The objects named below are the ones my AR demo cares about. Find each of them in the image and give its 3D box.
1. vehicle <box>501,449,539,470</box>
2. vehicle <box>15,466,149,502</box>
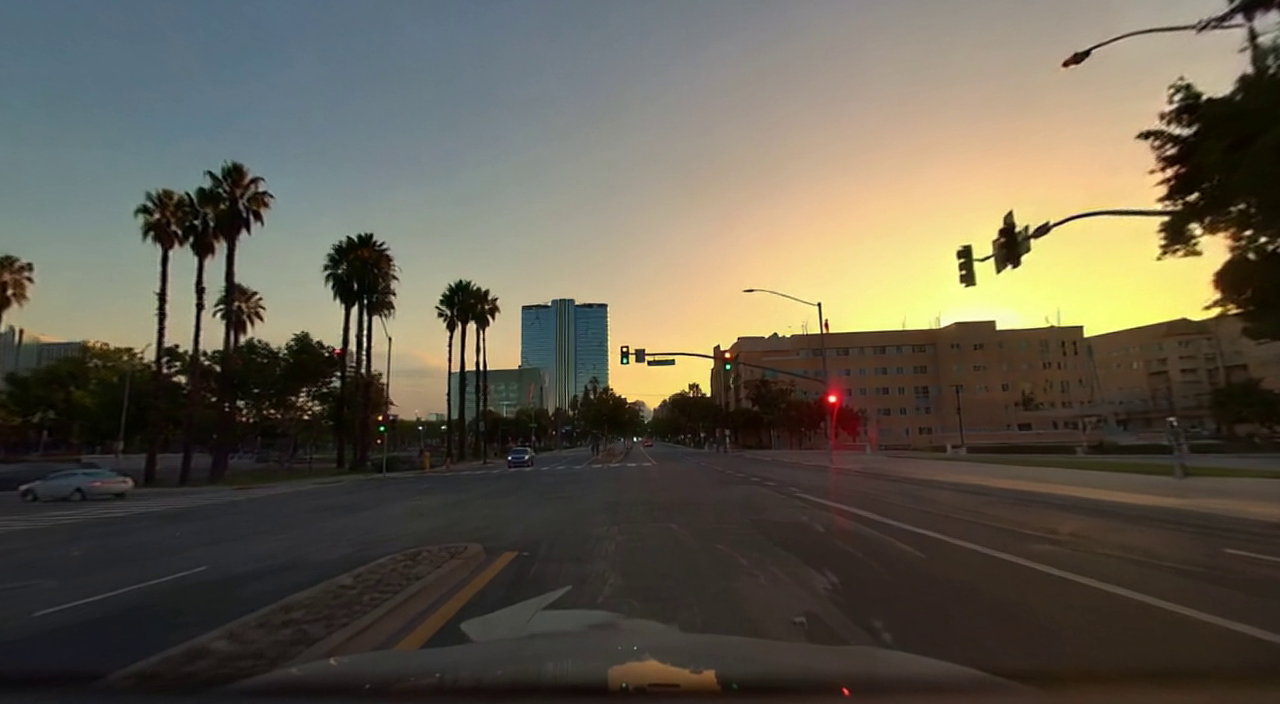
[{"bbox_3d":[-9.209,8.283,48.748,2.149,1.477,4.186,0,-9,0],"label":"vehicle"},{"bbox_3d":[-25.146,5.933,28.555,4.386,1.481,2.037,-1,-9,8],"label":"vehicle"}]
